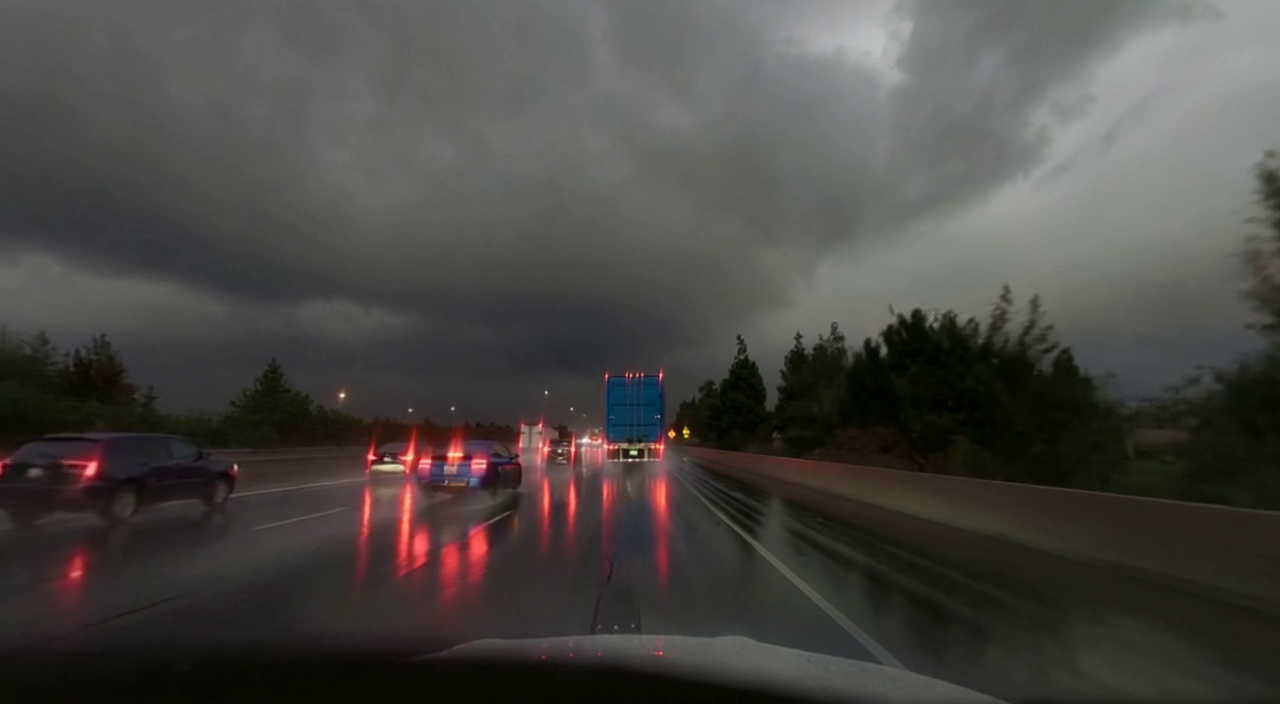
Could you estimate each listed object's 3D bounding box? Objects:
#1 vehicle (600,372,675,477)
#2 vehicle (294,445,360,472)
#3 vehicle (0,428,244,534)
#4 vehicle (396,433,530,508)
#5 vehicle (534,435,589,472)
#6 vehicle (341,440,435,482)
[{"bbox_3d":[-0.299,3.614,30.181,2.913,4.113,10.724,0,-8,-2],"label":"vehicle"},{"bbox_3d":[-18.026,6.115,36.471,1.726,1.443,4.296,0,-8,-1],"label":"vehicle"},{"bbox_3d":[-9.640,2.252,11.611,1.952,1.590,4.090,0,-8,0],"label":"vehicle"},{"bbox_3d":[-4.185,2.854,15.650,2.164,1.582,3.979,0,-8,0],"label":"vehicle"},{"bbox_3d":[-3.839,5.038,31.377,2.158,1.680,4.087,0,-8,1],"label":"vehicle"},{"bbox_3d":[-9.678,4.200,24.566,1.863,1.474,4.278,0,-8,0],"label":"vehicle"}]
